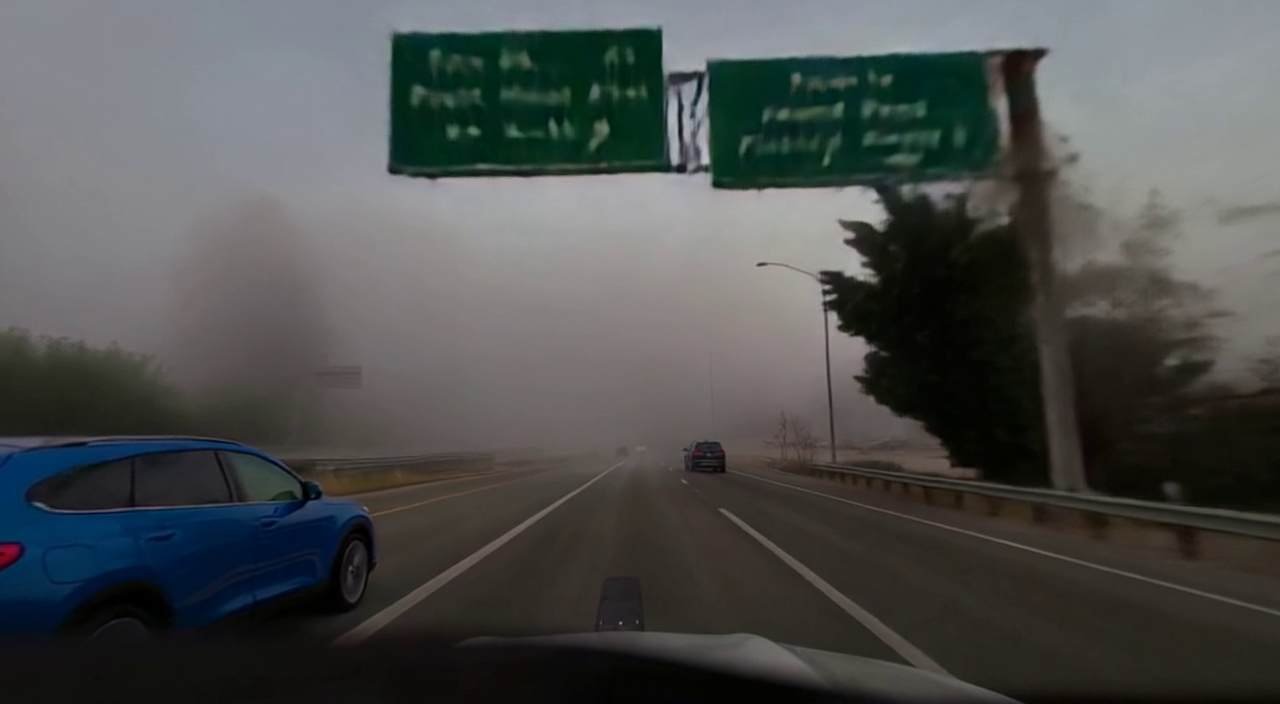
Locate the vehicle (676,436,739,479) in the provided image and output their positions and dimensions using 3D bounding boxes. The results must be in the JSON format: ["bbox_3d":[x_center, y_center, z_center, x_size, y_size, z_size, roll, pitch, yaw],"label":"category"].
[{"bbox_3d":[3.007,4.847,29.269,2.296,1.790,5.067,0,-9,-1],"label":"vehicle"}]
